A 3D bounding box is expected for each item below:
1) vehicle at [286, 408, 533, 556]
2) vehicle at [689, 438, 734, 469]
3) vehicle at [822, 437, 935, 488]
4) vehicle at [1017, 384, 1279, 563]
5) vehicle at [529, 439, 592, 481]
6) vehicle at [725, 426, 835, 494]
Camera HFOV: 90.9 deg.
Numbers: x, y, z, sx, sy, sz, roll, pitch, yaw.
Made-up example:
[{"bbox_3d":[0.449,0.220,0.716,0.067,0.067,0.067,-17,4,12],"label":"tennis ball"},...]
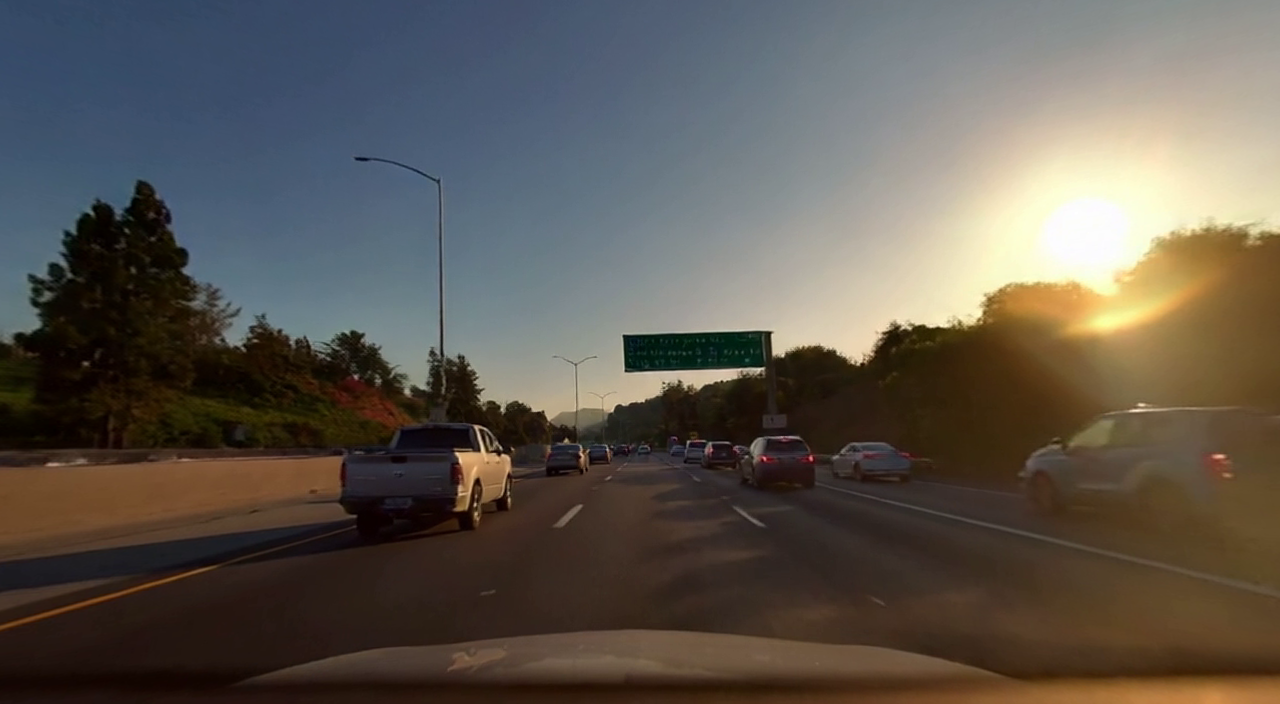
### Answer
[{"bbox_3d":[-3.204,1.927,10.087,2.139,1.764,4.707,-1,-8,0],"label":"vehicle"},{"bbox_3d":[4.135,5.971,37.319,2.023,1.670,4.869,0,-8,-1],"label":"vehicle"},{"bbox_3d":[7.632,3.564,20.736,1.904,1.473,4.598,0,-8,0],"label":"vehicle"},{"bbox_3d":[7.797,1.595,8.882,2.067,1.869,4.657,-1,-8,0],"label":"vehicle"},{"bbox_3d":[-3.297,4.565,27.073,1.974,1.589,5.047,-1,-8,1],"label":"vehicle"},{"bbox_3d":[4.032,3.201,19.107,2.144,1.752,4.765,0,-8,-1],"label":"vehicle"}]
